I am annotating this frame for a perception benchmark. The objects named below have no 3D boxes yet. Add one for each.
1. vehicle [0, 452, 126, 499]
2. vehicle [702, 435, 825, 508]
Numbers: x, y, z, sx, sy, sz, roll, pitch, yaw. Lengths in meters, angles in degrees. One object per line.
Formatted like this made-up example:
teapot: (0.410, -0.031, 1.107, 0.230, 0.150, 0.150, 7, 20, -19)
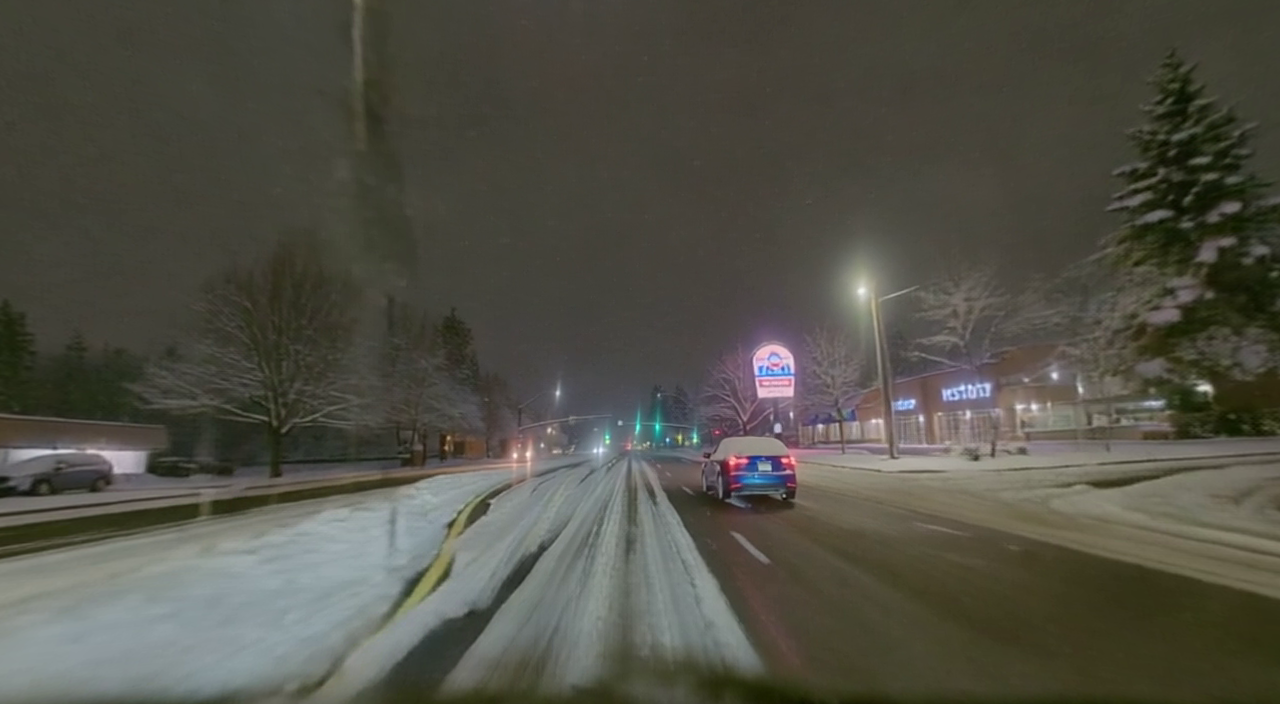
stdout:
vehicle: (-28.545, 5.785, 29.818, 6.011, 2.042, 2.375, 5, -10, -31)
vehicle: (2.780, 2.811, 15.313, 2.015, 1.479, 4.444, 0, -9, -1)
